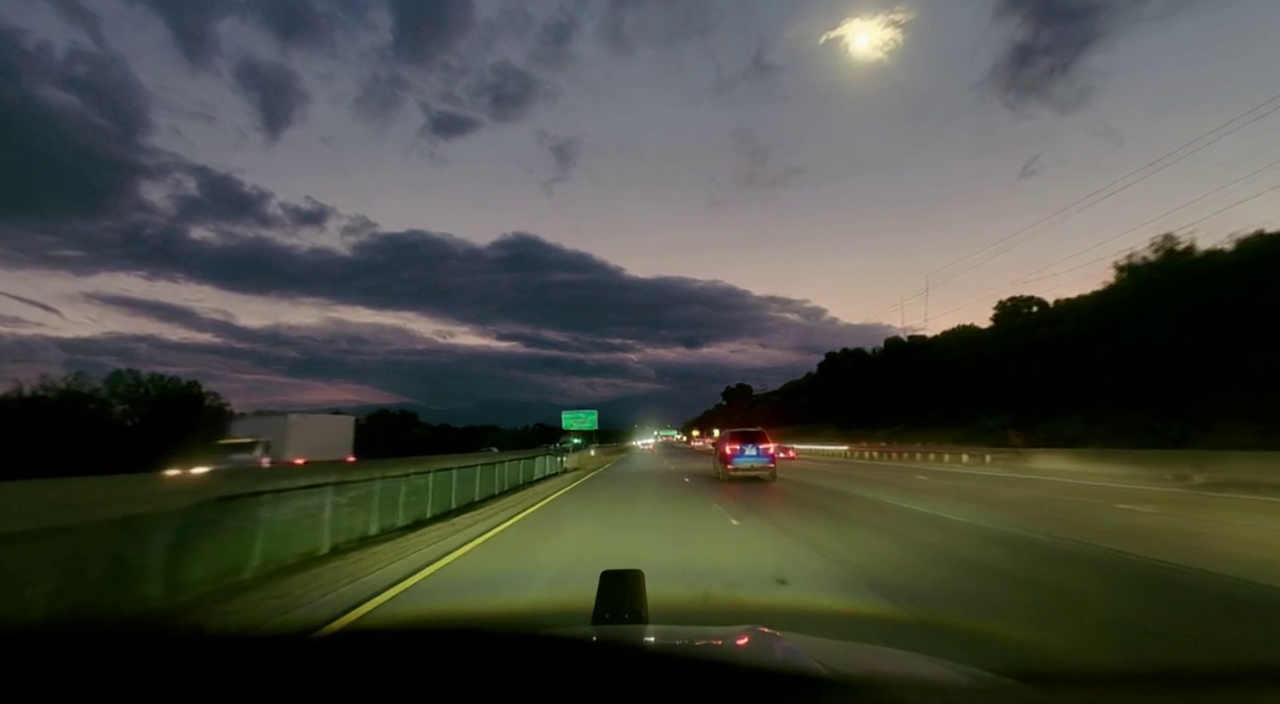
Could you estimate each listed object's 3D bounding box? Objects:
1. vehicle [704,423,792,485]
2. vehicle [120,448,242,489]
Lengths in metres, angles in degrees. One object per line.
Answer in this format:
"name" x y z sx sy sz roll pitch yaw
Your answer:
"vehicle" 3.492 3.395 21.296 2.120 1.832 4.287 0 -8 -1
"vehicle" -17.994 4.543 24.961 2.039 1.458 3.724 0 -8 -1
